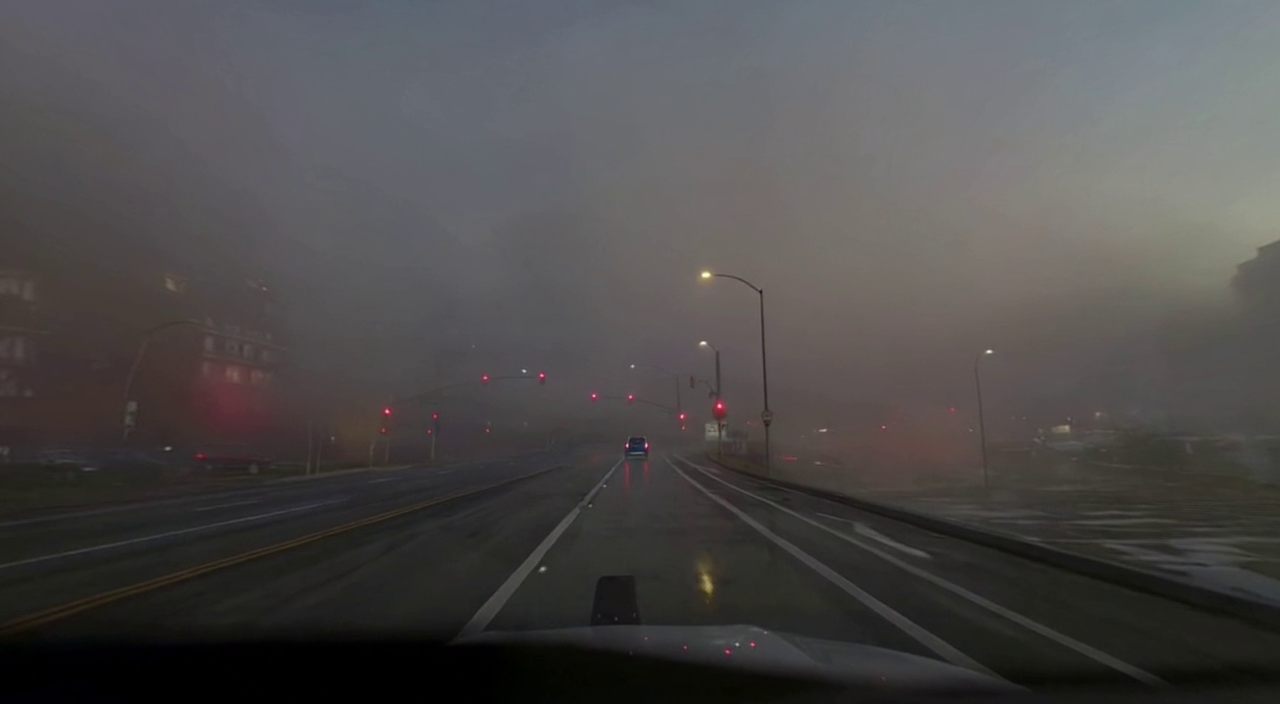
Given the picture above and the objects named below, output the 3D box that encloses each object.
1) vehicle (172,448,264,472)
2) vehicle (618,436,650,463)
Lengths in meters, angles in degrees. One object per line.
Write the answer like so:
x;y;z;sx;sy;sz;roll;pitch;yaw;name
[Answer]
-30.553;7.814;45.836;5.136;1.723;1.953;0;-8;-2;vehicle
-0.399;6.450;41.913;2.024;1.628;4.774;0;-8;-1;vehicle
